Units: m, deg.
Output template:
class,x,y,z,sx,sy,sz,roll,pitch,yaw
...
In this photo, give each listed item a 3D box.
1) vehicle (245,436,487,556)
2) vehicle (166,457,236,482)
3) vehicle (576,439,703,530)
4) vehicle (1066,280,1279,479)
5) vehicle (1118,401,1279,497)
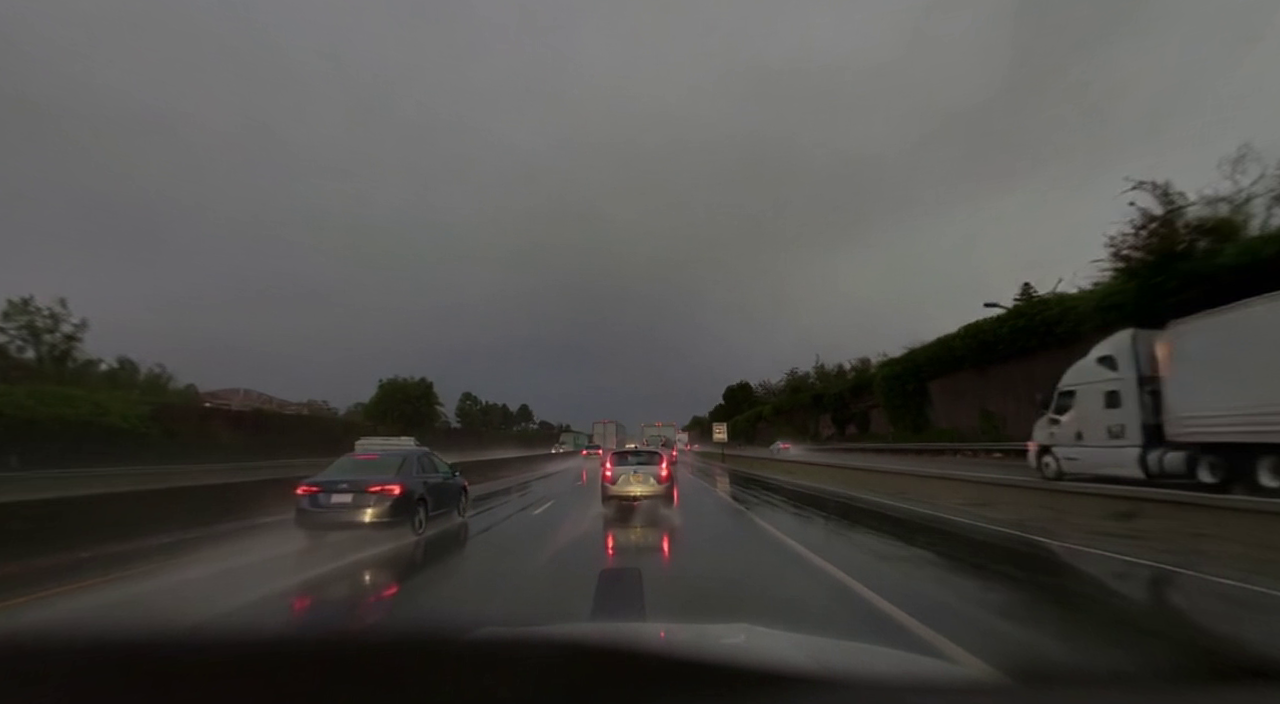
class,x,y,z,sx,sy,sz,roll,pitch,yaw
vehicle,-4.026,2.178,10.249,1.929,1.509,4.331,0,-9,1
vehicle,-27.045,7.233,38.910,1.691,1.381,3.503,0,-9,2
vehicle,-0.013,2.460,12.249,2.057,1.449,3.931,0,-9,0
vehicle,14.734,0.581,13.157,2.825,4.085,12.815,0,-9,1
vehicle,11.089,1.736,11.259,1.892,1.504,4.000,0,-9,0
